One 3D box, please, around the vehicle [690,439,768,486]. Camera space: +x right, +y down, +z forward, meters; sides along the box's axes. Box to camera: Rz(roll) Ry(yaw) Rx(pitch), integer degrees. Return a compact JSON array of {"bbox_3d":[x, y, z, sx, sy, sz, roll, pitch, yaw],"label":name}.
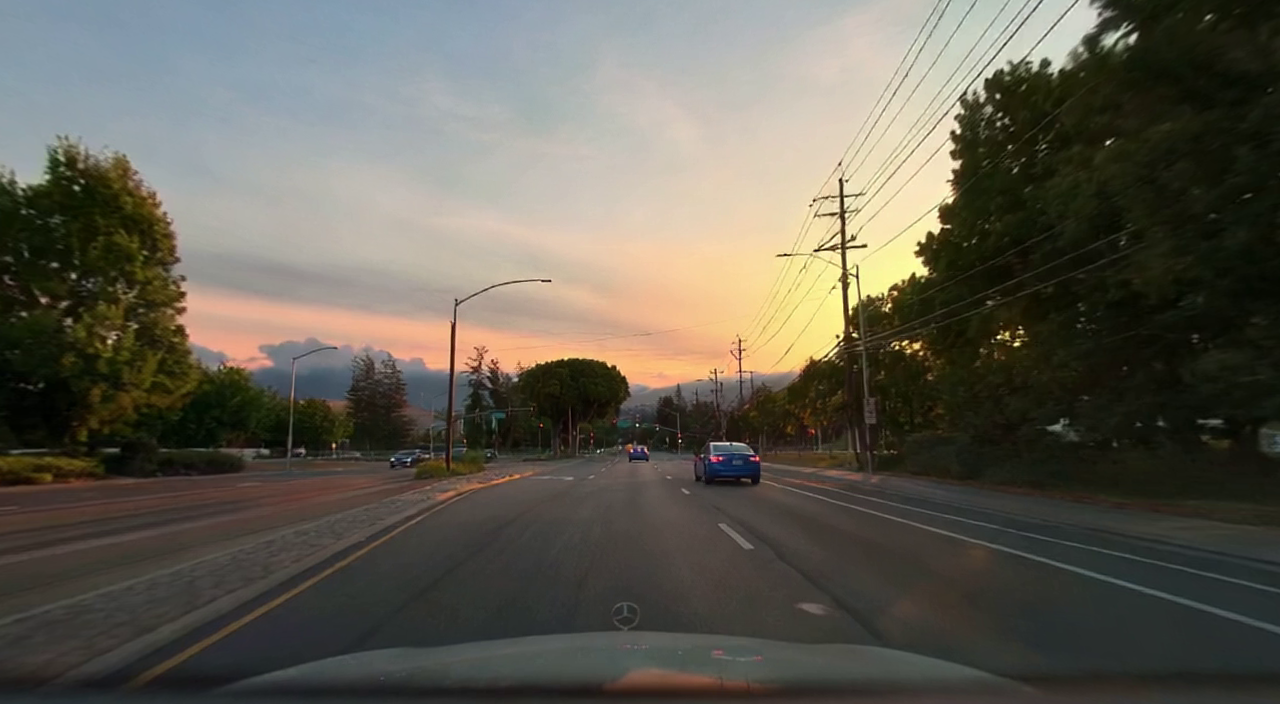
[{"bbox_3d":[2.994,3.834,22.264,2.004,1.448,4.263,0,-8,-2],"label":"vehicle"}]
